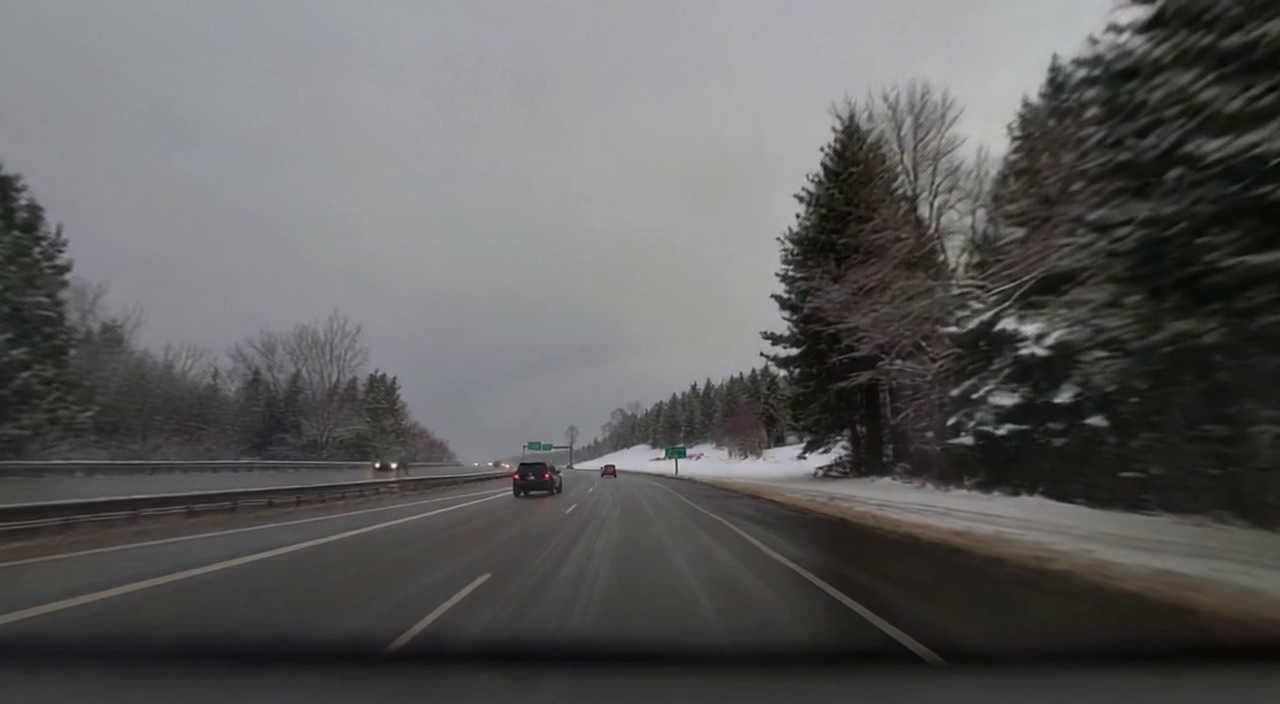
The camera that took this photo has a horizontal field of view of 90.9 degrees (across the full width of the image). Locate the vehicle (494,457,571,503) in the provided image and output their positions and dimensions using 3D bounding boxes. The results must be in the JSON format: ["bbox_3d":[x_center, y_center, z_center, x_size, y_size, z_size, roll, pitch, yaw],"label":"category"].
[{"bbox_3d":[-3.936,4.811,23.932,2.115,1.546,4.638,1,-10,0],"label":"vehicle"}]
